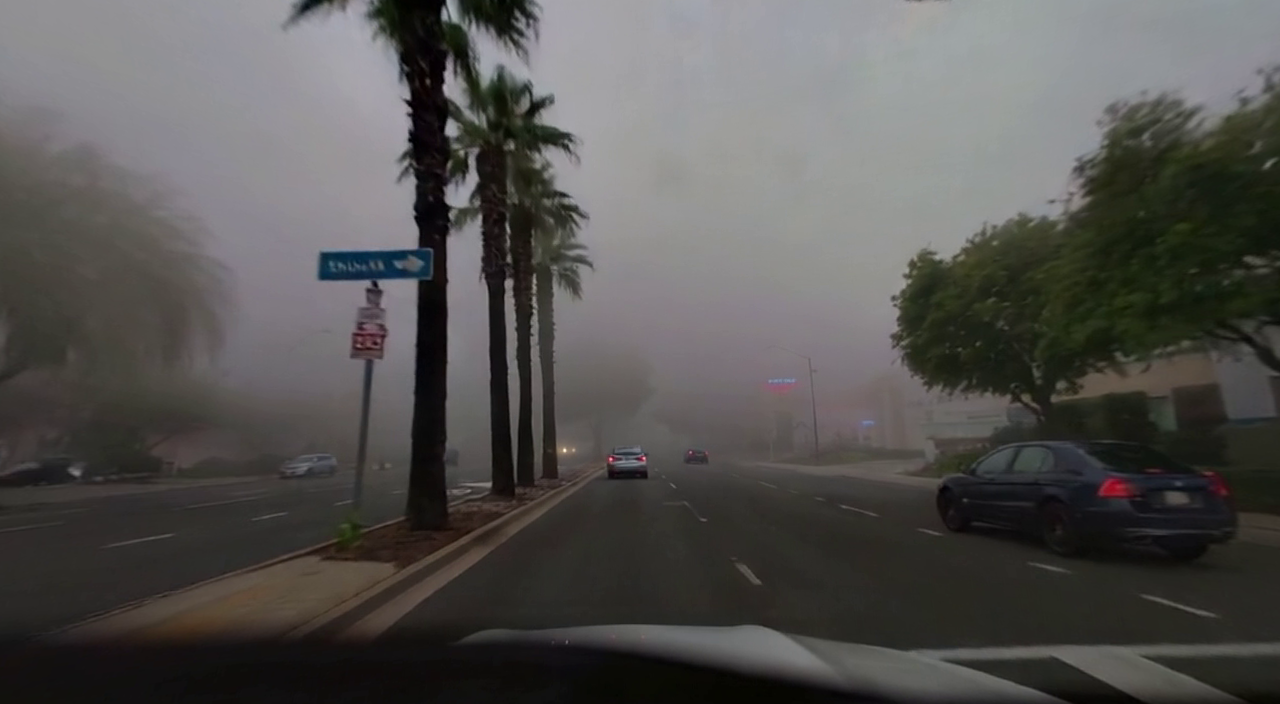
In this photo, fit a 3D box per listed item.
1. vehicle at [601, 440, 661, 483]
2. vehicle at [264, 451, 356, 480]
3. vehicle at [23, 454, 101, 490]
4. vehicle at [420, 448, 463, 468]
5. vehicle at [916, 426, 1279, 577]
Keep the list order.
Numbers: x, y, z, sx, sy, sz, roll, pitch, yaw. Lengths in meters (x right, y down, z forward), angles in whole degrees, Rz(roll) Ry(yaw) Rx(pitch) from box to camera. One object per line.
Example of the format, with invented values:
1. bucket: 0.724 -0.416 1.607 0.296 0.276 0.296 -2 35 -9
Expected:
1. vehicle: -0.328 4.191 24.403 2.106 1.496 3.964 0 -9 -1
2. vehicle: -18.360 6.296 35.354 1.968 1.524 4.390 -2 -9 16
3. vehicle: -26.599 5.437 29.018 4.497 1.488 2.033 -8 -12 41
4. vehicle: -15.494 8.258 49.444 2.015 1.509 4.295 0 -9 -1
5. vehicle: 6.226 1.986 9.232 2.244 1.618 4.585 0 -9 -1
